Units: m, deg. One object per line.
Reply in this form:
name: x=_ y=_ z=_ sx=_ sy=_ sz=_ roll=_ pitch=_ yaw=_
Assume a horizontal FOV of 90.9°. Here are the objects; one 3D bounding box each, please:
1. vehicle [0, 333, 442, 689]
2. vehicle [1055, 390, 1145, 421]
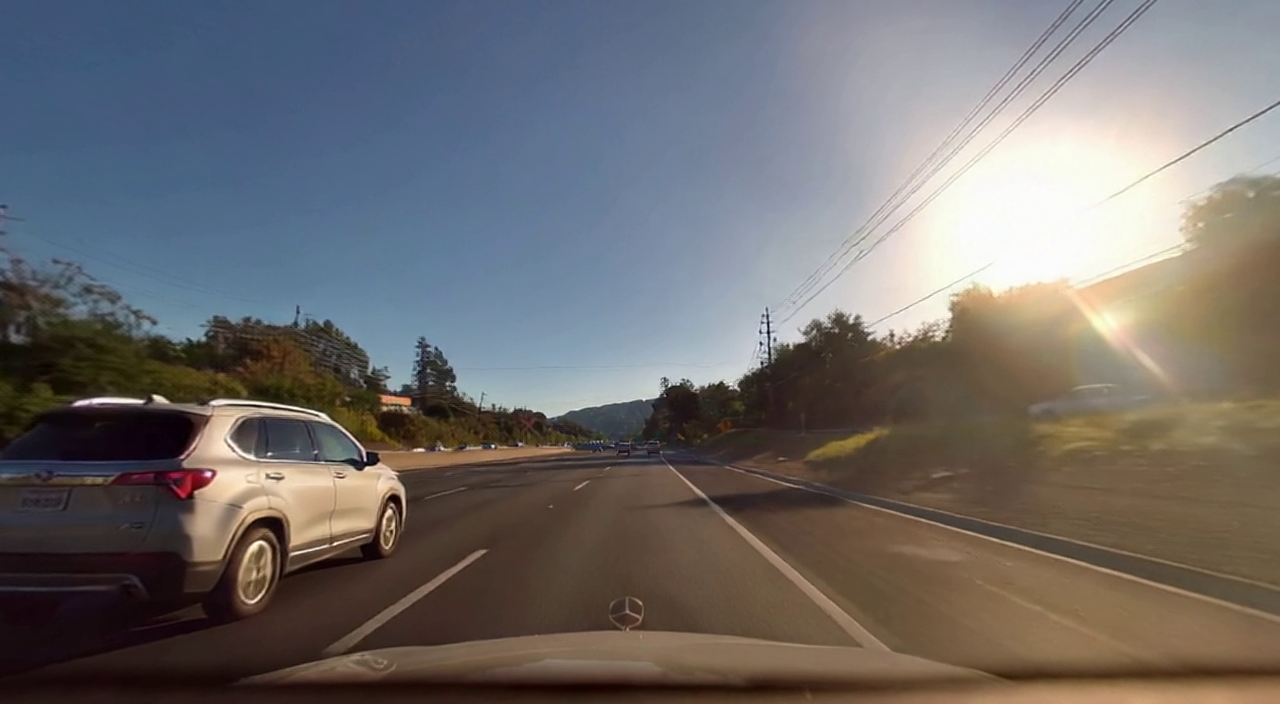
vehicle: x=-3.853 y=1.235 z=6.097 sx=2.136 sy=1.975 sz=5.037 roll=-1 pitch=-8 yaw=1
vehicle: x=23.054 y=2.741 z=31.765 sx=1.717 sy=1.394 sz=3.687 roll=0 pitch=-8 yaw=0
